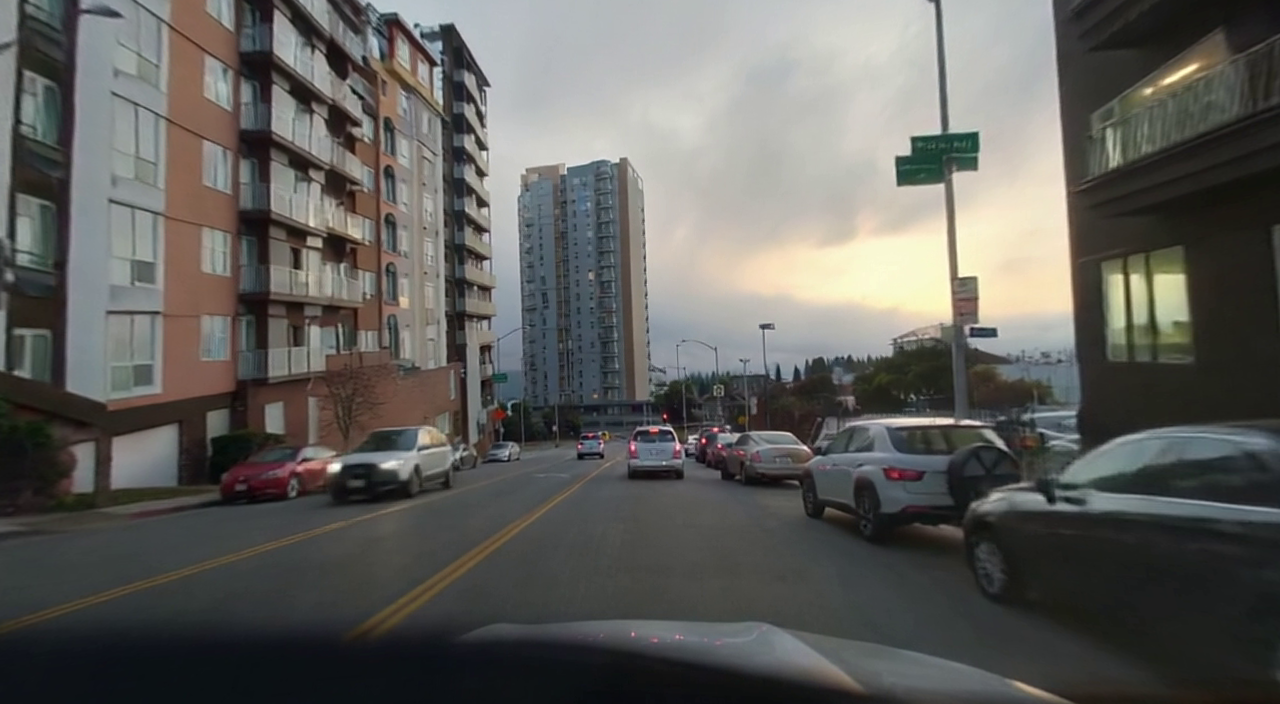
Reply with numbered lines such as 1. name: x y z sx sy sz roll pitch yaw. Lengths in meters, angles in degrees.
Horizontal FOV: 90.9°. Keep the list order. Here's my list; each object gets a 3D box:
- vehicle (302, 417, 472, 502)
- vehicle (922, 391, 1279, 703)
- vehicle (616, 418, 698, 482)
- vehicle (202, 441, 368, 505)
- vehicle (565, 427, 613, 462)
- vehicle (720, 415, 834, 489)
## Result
1. vehicle: -6.211 2.725 16.320 2.345 1.831 4.828 0 -8 1
2. vehicle: 3.562 1.047 3.524 2.033 1.470 4.502 -1 -8 3
3. vehicle: 0.486 3.021 19.501 2.261 1.740 4.065 0 -8 1
4. vehicle: -9.289 3.158 17.007 2.021 1.474 4.337 0 -8 -1
5. vehicle: -2.681 5.015 34.044 2.219 1.746 4.197 0 -8 0
6. vehicle: 3.674 2.814 17.920 2.158 1.828 4.573 0 -8 -1
